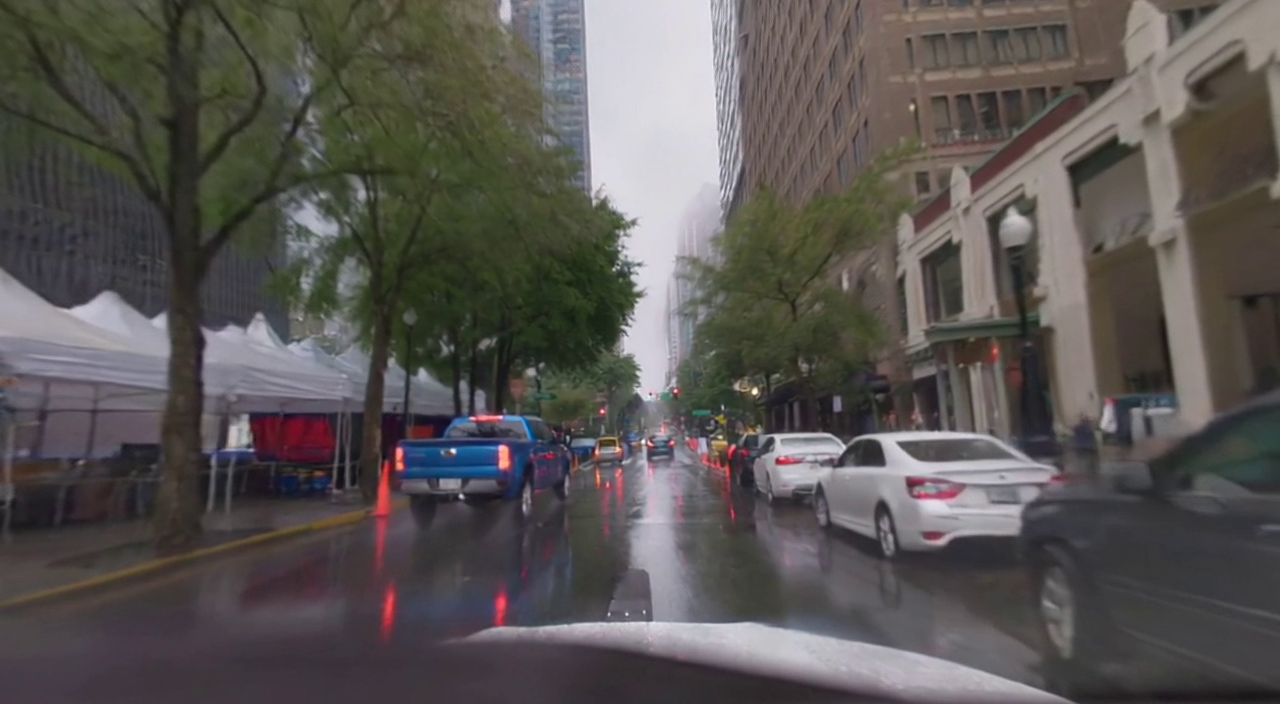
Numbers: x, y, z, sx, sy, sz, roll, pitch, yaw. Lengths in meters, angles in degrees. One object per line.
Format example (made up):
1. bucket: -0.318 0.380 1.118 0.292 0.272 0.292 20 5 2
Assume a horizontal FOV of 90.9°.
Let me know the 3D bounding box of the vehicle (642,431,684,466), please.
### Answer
1. vehicle: 1.245 5.330 34.875 2.183 1.784 4.317 0 -9 1

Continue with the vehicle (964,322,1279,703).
1. vehicle: 3.198 0.747 2.124 1.923 1.708 4.239 0 -9 0

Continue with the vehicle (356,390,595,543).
1. vehicle: -2.325 1.904 10.995 2.452 1.954 5.653 0 -9 2

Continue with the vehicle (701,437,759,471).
1. vehicle: 4.206 4.835 30.282 2.021 1.506 4.643 0 -8 -1
